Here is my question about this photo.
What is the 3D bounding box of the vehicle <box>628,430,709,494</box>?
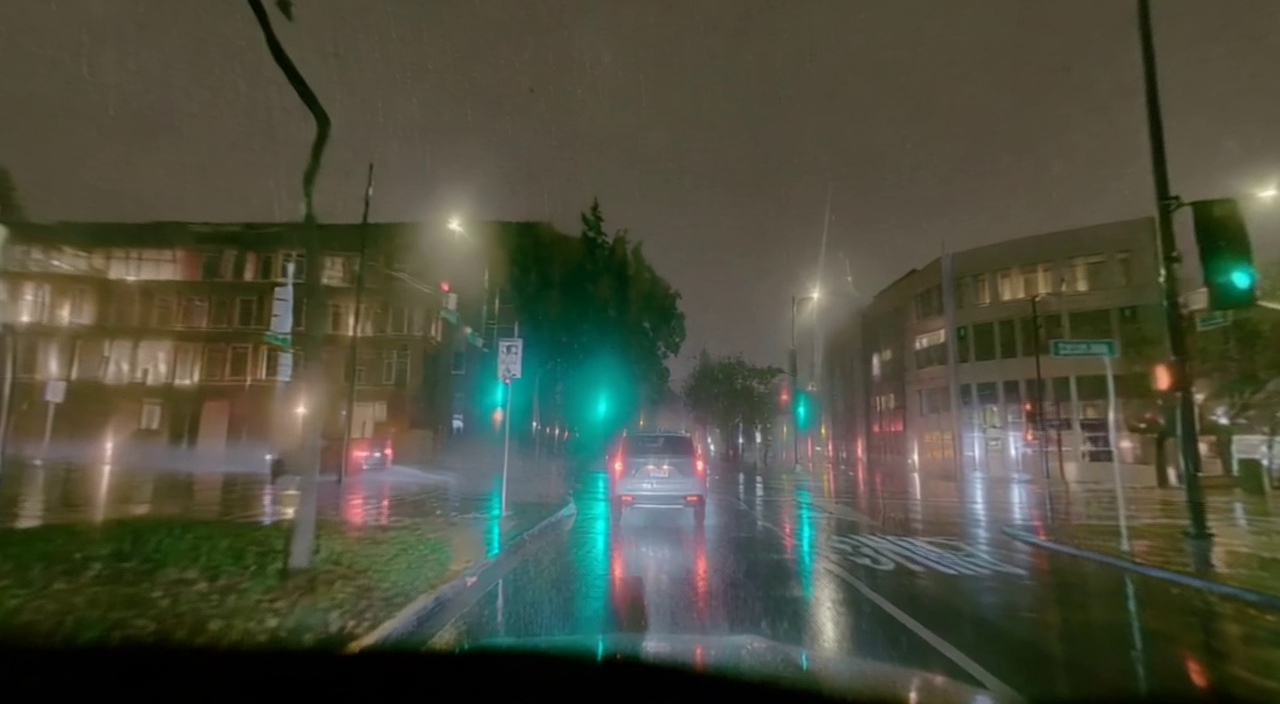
[{"bbox_3d":[0.774,3.098,18.094,2.079,1.621,3.861,0,-8,2],"label":"vehicle"}]

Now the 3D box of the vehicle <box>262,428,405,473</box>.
[{"bbox_3d":[-11.249,3.614,23.245,4.282,1.519,2.077,-2,-9,12],"label":"vehicle"}]
